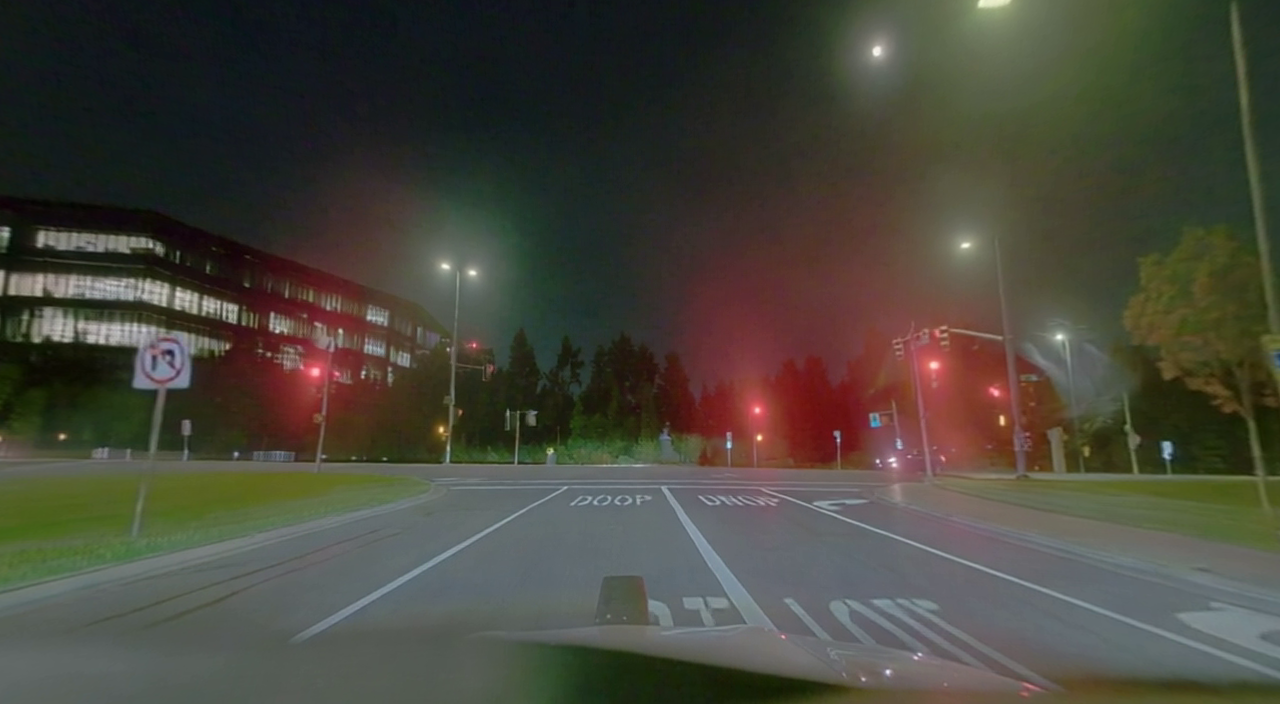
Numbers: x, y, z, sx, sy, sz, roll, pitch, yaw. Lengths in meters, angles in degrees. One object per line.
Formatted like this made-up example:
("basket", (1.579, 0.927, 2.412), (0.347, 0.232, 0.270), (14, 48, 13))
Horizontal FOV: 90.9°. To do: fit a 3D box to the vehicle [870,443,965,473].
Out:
("vehicle", (16.454, 6.288, 37.541), (4.715, 1.671, 2.030), (0, -8, 0))
